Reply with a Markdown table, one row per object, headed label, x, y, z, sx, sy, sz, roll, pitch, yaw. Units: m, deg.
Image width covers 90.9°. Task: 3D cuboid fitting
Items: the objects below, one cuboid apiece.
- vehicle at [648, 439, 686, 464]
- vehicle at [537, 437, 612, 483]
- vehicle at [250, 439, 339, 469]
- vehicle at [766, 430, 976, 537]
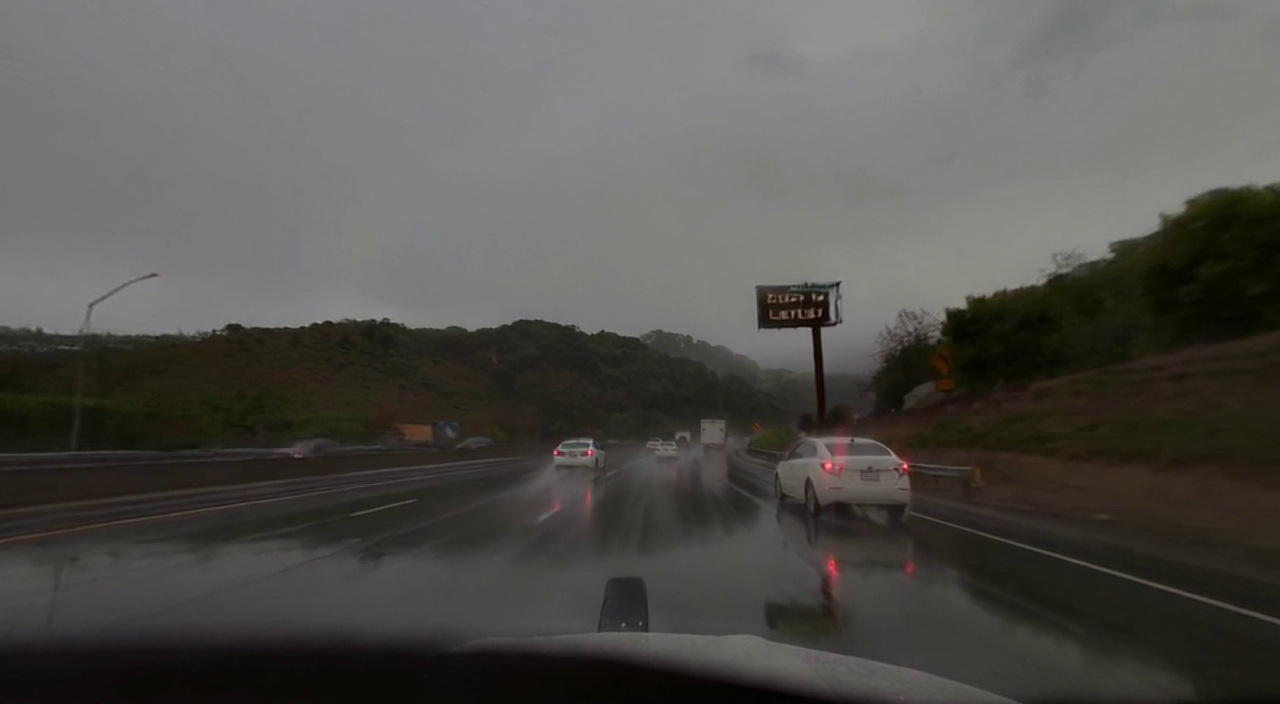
| label | x | y | z | sx | sy | sz | roll | pitch | yaw |
| --- | --- | --- | --- | --- | --- | --- | --- | --- | --- |
| vehicle | 1.688 | 6.072 | 38.618 | 2.202 | 1.467 | 3.929 | -1 | -8 | 3 |
| vehicle | -2.287 | 3.957 | 23.485 | 2.031 | 1.491 | 4.792 | -1 | -8 | 3 |
| vehicle | -18.767 | 5.548 | 34.529 | 1.943 | 1.538 | 4.704 | -1 | -8 | 4 |
| vehicle | 3.653 | 2.141 | 10.973 | 2.013 | 1.464 | 4.317 | 0 | -8 | 0 |
